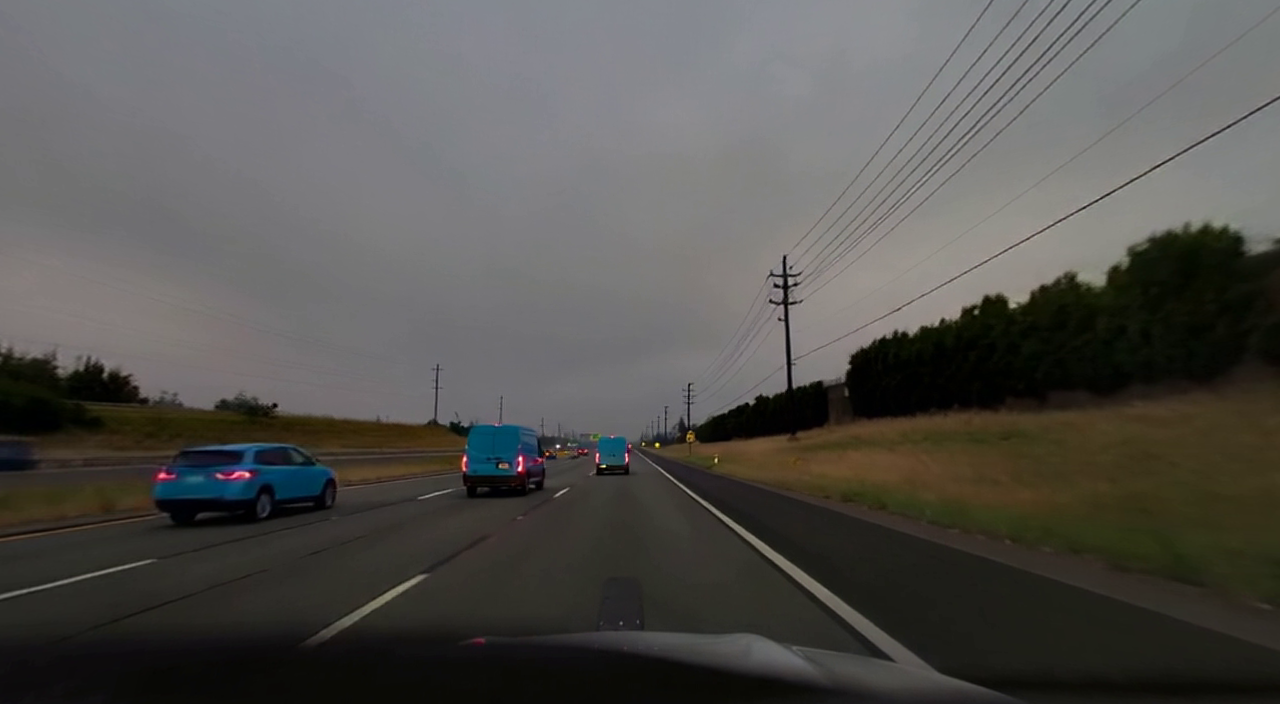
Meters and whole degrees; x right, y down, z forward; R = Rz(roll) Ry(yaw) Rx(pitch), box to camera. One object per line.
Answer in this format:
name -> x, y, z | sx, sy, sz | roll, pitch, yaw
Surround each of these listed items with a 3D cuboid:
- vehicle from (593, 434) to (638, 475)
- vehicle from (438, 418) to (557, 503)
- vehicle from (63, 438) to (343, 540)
vehicle -> -1.252, 5.491, 33.807 | 2.197, 2.011, 5.130 | 0, -9, -1
vehicle -> -3.735, 2.986, 17.597 | 2.145, 2.010, 4.980 | 0, -9, 0
vehicle -> -7.838, 2.470, 12.114 | 1.975, 1.540, 4.759 | 0, -9, 0
